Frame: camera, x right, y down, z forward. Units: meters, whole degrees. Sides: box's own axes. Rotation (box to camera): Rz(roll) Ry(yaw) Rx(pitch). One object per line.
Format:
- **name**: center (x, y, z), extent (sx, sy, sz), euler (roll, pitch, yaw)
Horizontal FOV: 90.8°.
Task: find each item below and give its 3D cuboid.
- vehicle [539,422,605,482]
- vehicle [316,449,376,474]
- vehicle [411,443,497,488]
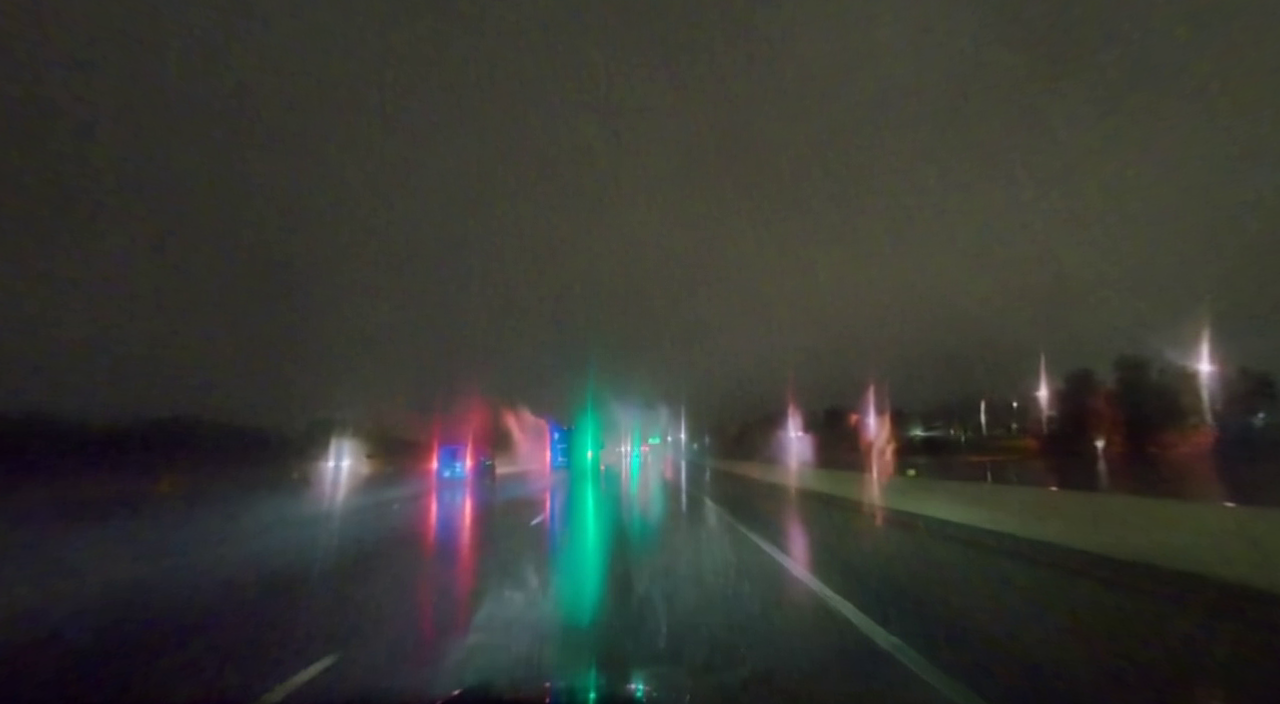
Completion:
- **vehicle**: center (-3.102, 4.795, 30.348), extent (2.437, 2.565, 5.829), euler (0, -9, 1)
- **vehicle**: center (-19.560, 7.306, 42.188), extent (1.860, 1.533, 4.386), euler (0, -9, 1)
- **vehicle**: center (-7.502, 4.603, 25.929), extent (2.164, 1.664, 4.252), euler (0, -9, 1)
